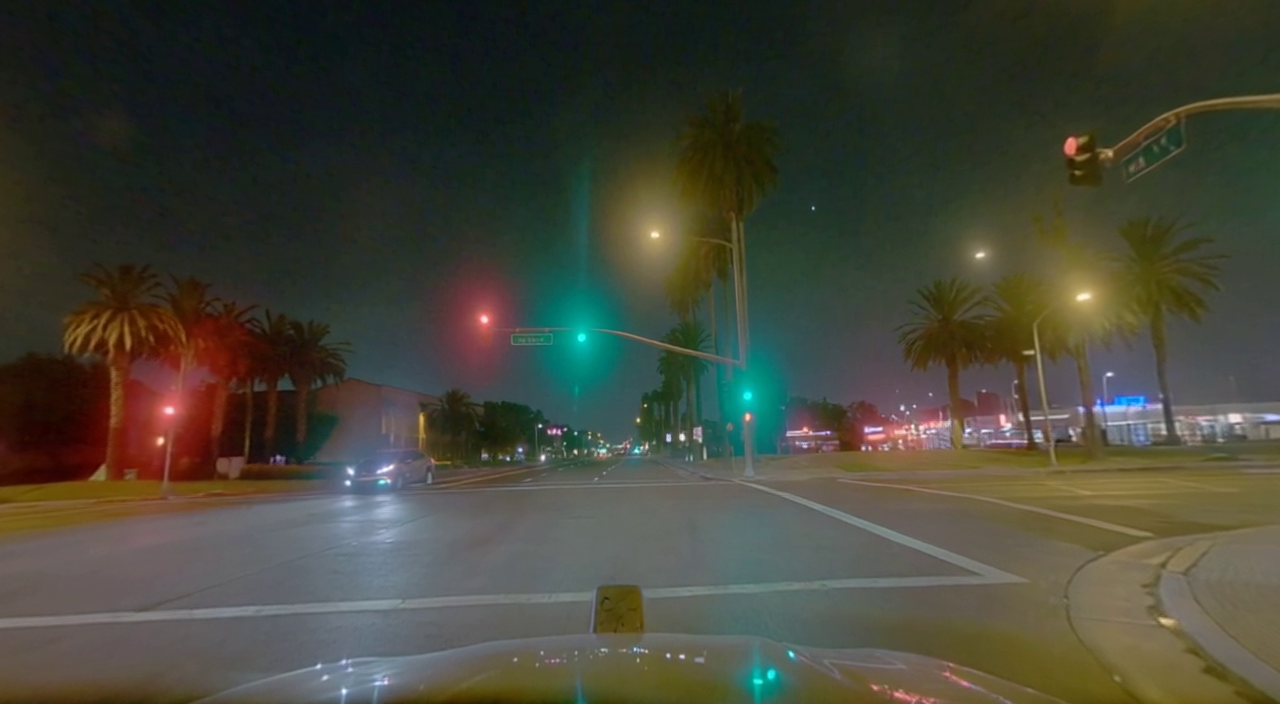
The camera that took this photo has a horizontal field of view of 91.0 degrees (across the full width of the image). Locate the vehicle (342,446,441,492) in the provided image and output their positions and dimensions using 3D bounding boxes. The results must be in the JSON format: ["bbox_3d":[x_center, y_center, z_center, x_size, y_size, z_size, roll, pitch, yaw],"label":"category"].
[{"bbox_3d":[-10.731,5.061,27.661,2.270,1.833,4.860,0,-9,1],"label":"vehicle"}]
